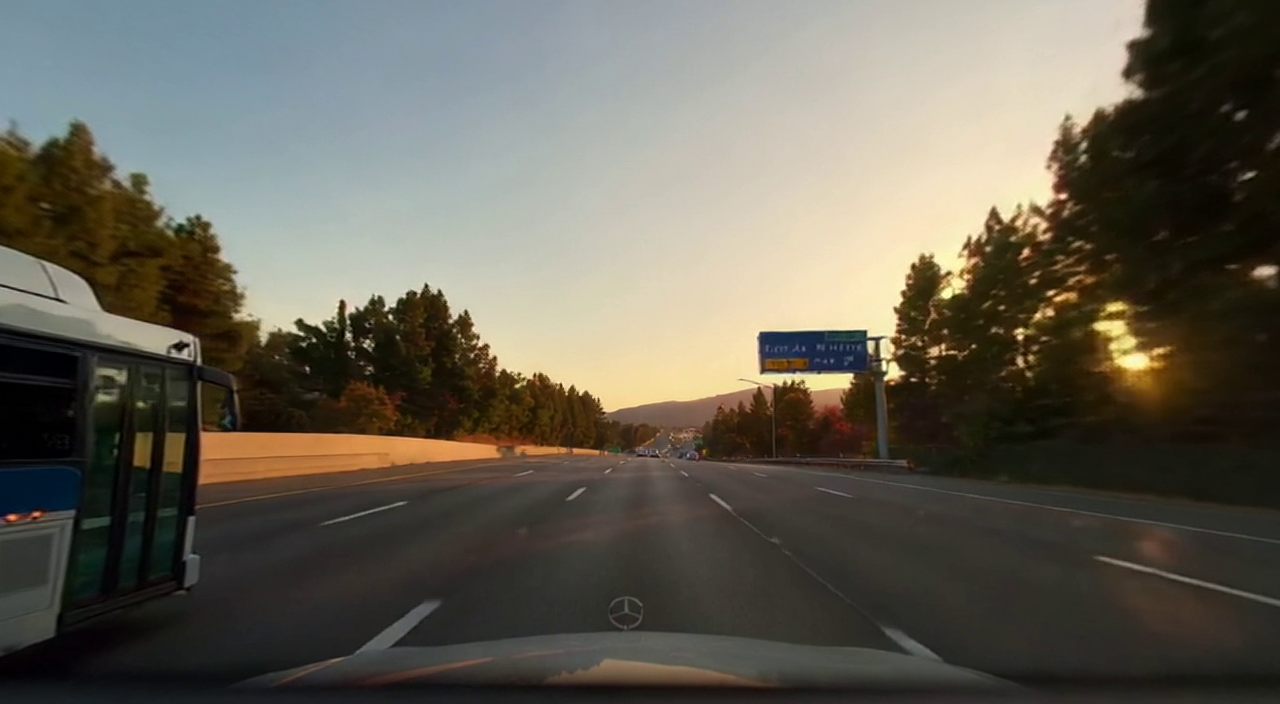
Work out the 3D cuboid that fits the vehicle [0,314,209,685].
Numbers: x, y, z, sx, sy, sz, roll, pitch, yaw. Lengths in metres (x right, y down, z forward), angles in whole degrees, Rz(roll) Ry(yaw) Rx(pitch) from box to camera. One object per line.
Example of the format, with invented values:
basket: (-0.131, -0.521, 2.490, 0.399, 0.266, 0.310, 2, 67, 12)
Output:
vehicle: (-4.540, 0.645, 2.340, 2.127, 1.985, 5.205, 0, -8, 1)
